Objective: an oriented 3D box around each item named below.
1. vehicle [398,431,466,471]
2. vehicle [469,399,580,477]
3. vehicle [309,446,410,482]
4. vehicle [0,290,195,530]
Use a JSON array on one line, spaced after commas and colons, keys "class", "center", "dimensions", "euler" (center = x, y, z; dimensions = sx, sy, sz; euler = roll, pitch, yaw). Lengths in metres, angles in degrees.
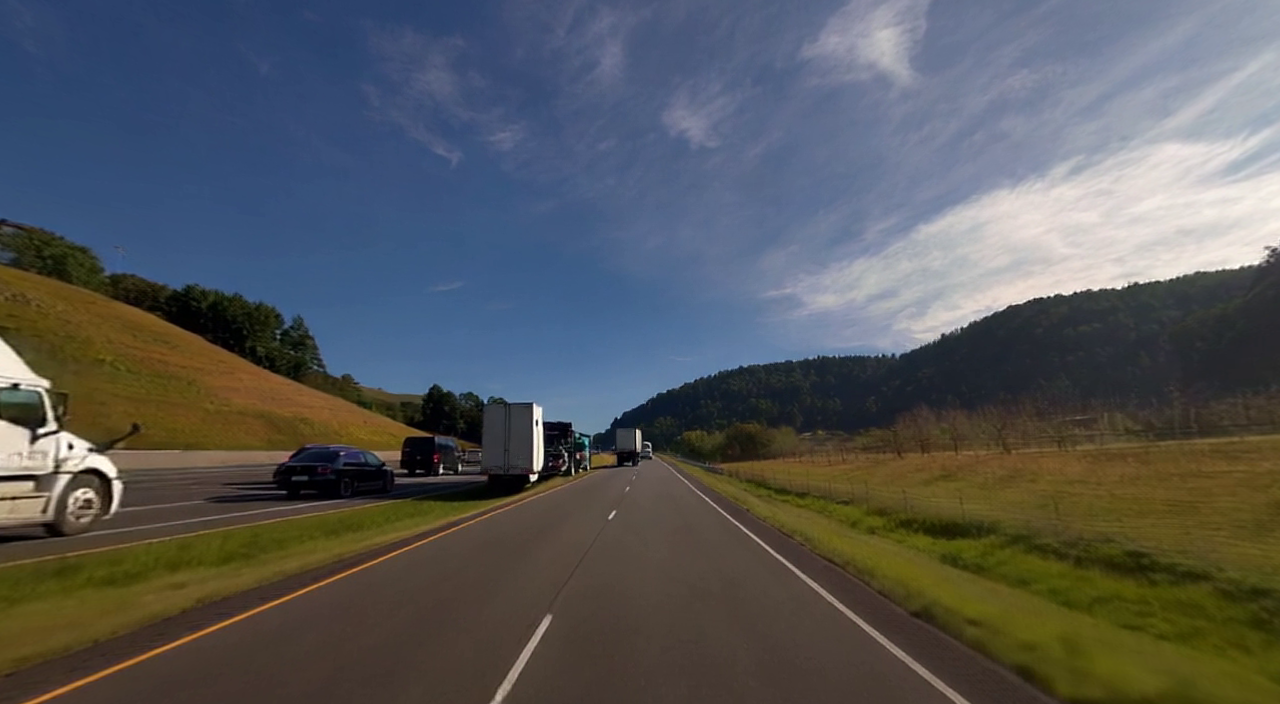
[{"class": "vehicle", "center": [-14.520, 6.964, 44.456], "dimensions": [2.264, 2.596, 5.494], "euler": [-1, -9, 8]}, {"class": "vehicle", "center": [-6.807, 5.673, 40.548], "dimensions": [2.848, 4.067, 14.314], "euler": [-1, -9, 7]}, {"class": "vehicle", "center": [-12.794, 5.116, 29.134], "dimensions": [1.925, 1.493, 4.864], "euler": [-1, -9, 8]}, {"class": "vehicle", "center": [-11.500, 1.041, 10.741], "dimensions": [2.960, 3.757, 5.799], "euler": [-1, -9, 7]}]
